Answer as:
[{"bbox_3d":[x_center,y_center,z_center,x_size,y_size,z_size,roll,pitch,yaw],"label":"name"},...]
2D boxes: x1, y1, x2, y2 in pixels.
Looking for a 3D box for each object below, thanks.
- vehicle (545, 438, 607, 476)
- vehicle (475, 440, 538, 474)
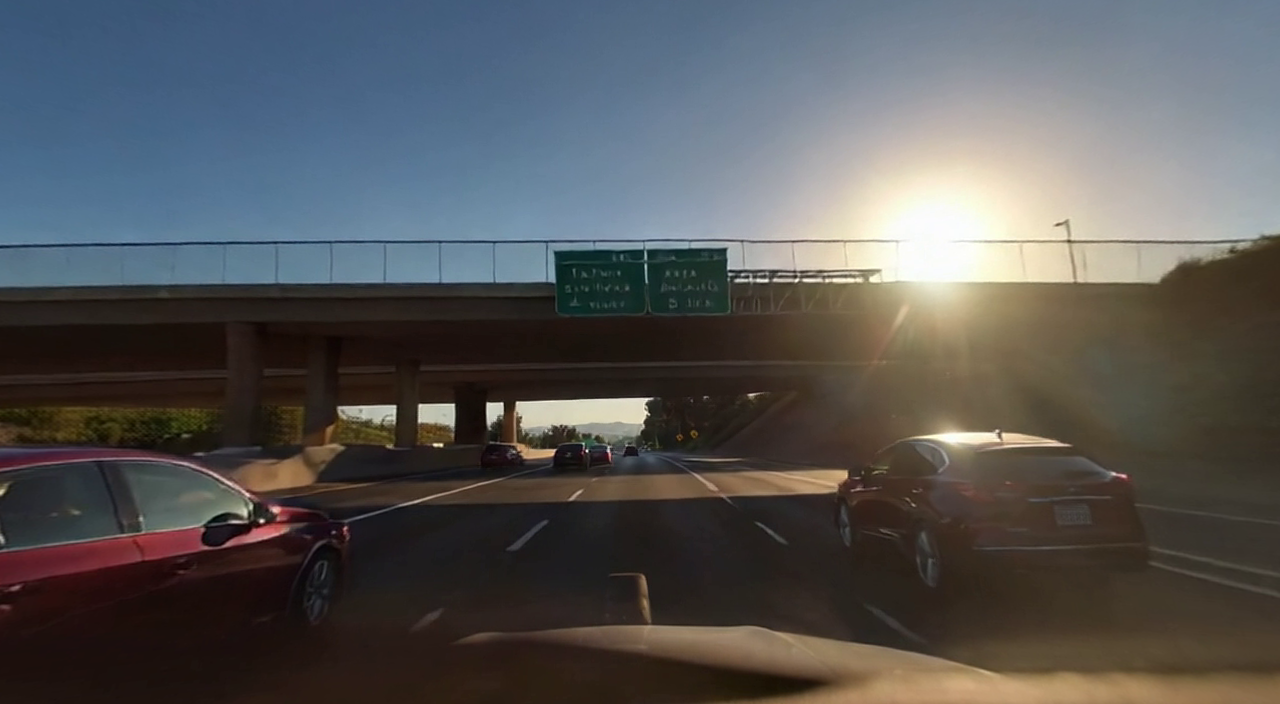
[{"bbox_3d":[-2.858,4.824,29.216,2.210,1.628,4.586,-1,-8,2],"label":"vehicle"},{"bbox_3d":[-6.593,5.259,31.755,2.069,1.551,4.830,0,-8,1],"label":"vehicle"}]
